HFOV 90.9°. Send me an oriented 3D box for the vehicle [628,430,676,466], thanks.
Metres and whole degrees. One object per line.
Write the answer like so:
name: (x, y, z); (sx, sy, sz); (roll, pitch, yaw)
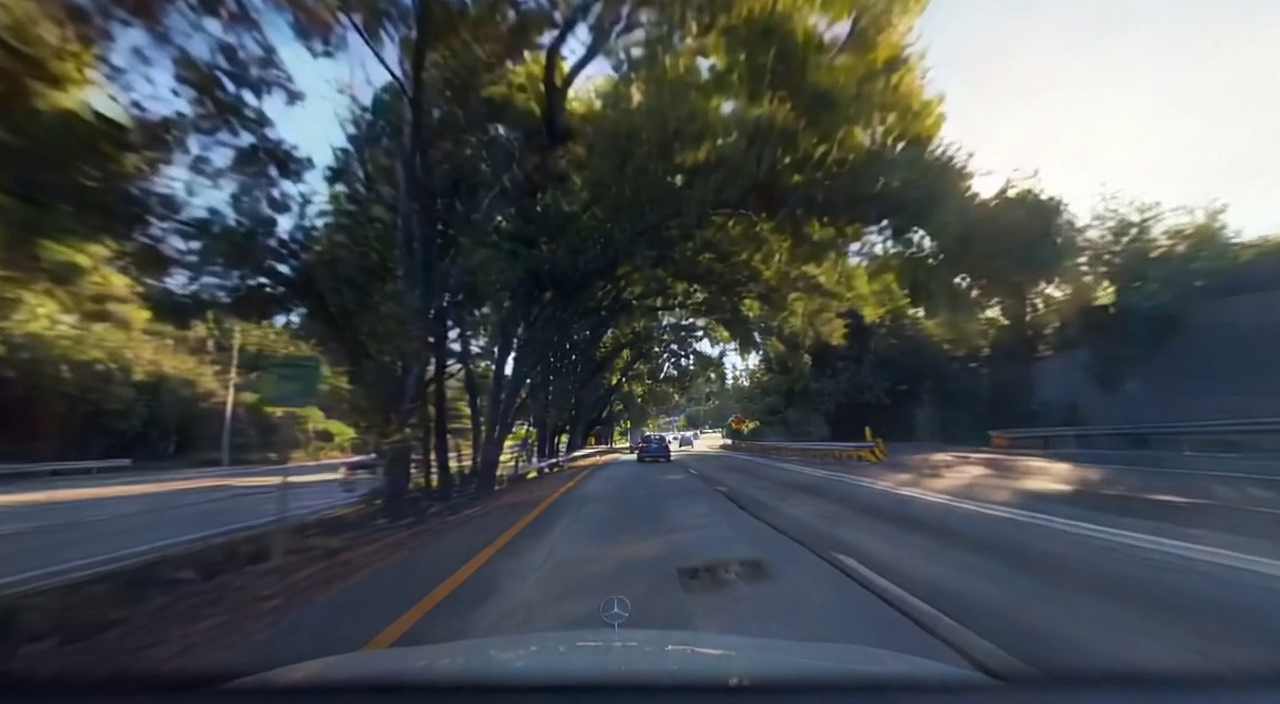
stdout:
vehicle: (0.471, 4.441, 29.256); (2.046, 1.526, 3.903); (0, -8, -2)
